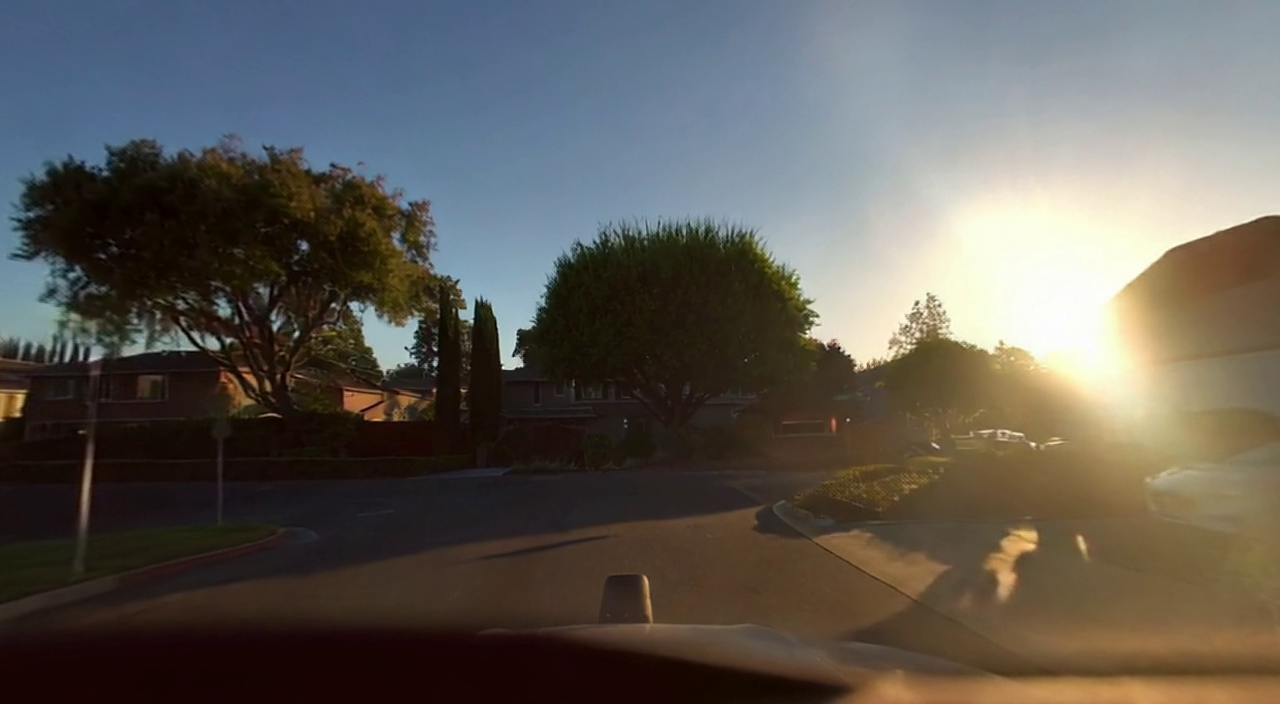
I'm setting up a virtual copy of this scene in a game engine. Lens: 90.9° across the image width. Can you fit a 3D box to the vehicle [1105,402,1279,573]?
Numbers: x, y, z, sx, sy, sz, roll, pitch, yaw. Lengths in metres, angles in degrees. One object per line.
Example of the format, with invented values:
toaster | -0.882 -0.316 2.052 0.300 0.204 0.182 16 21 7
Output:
vehicle | 8.887 1.572 7.535 4.801 1.788 2.073 -1 -9 6
